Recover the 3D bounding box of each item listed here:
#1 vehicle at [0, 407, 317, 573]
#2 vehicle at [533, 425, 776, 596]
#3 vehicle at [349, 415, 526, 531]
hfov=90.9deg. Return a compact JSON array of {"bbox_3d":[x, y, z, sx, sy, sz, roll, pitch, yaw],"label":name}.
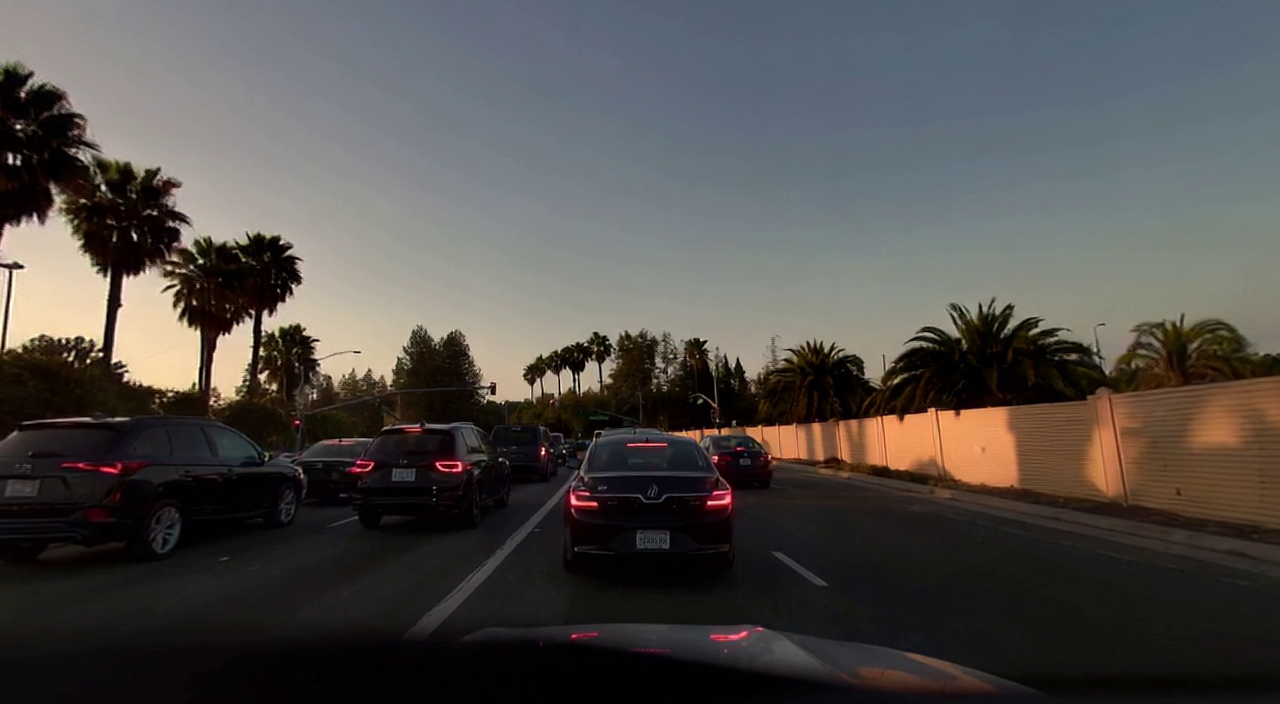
[{"bbox_3d":[-6.677,1.779,8.902,1.963,1.721,4.467,0,-8,-2],"label":"vehicle"},{"bbox_3d":[0.063,1.709,7.744,2.128,1.473,4.272,0,-8,-2],"label":"vehicle"},{"bbox_3d":[-3.474,2.156,11.777,2.007,1.746,4.136,0,-8,-1],"label":"vehicle"}]
